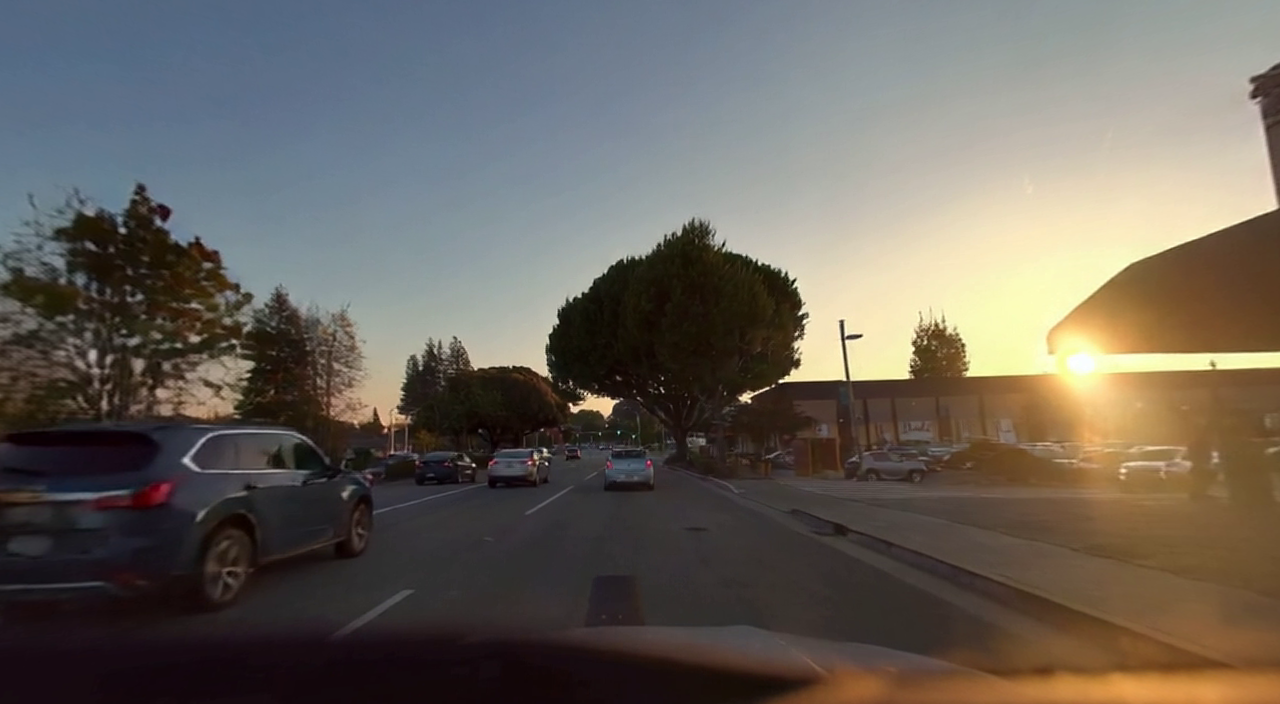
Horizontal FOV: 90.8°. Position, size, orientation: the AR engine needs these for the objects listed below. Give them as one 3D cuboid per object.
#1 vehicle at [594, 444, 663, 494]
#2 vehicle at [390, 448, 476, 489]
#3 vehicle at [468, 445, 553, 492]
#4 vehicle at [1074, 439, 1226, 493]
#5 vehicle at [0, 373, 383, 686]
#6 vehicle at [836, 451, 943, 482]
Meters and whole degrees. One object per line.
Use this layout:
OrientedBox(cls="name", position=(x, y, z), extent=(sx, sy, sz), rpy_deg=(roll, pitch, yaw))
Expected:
OrientedBox(cls="vehicle", position=(-0.409, 3.773, 20.811), extent=(2.061, 1.469, 3.954), rpy_deg=(0, -9, -2))
OrientedBox(cls="vehicle", position=(-8.087, 4.557, 25.091), extent=(2.009, 1.470, 4.179), rpy_deg=(0, -9, -1))
OrientedBox(cls="vehicle", position=(-4.438, 4.055, 22.436), extent=(1.973, 1.456, 4.850), rpy_deg=(0, -9, 0))
OrientedBox(cls="vehicle", position=(16.009, 3.524, 19.812), extent=(4.619, 1.523, 1.873), rpy_deg=(4, -10, -27))
OrientedBox(cls="vehicle", position=(-4.411, 1.350, 5.938), extent=(2.096, 1.807, 4.413), rpy_deg=(0, -9, 0))
OrientedBox(cls="vehicle", position=(13.416, 6.165, 34.271), extent=(4.877, 1.603, 2.197), rpy_deg=(0, -9, 2))
